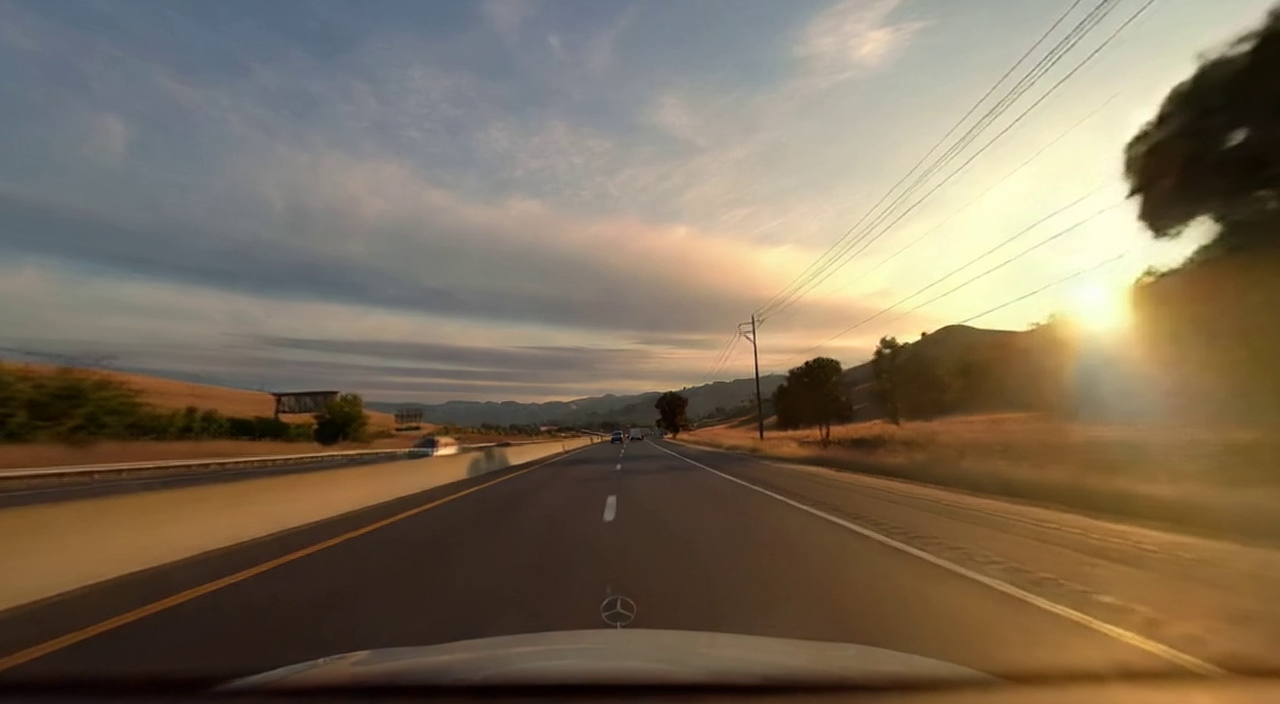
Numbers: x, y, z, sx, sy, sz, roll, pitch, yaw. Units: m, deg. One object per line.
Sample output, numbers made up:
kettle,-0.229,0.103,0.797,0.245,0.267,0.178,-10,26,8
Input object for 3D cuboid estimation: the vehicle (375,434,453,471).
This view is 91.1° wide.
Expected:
vehicle,-9.922,4.422,28.007,1.879,1.461,4.558,0,-8,-1
